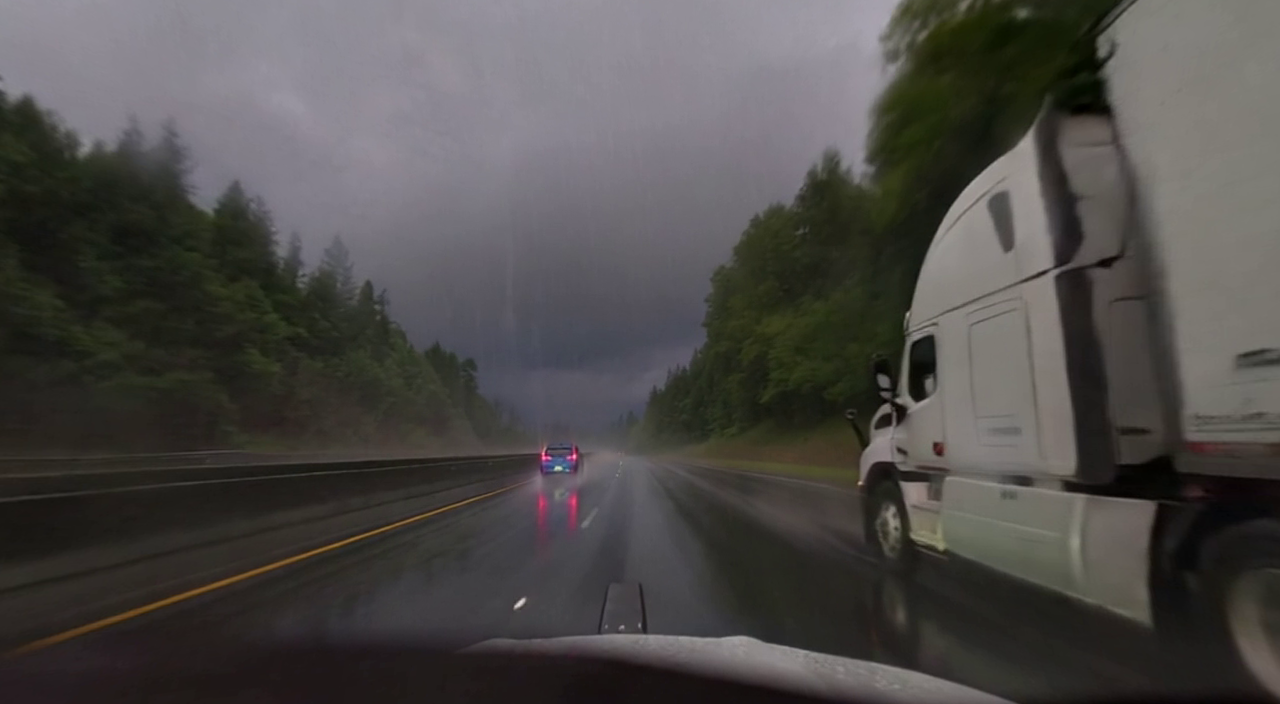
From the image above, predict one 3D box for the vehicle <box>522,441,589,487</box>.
[{"bbox_3d":[-3.267,4.425,25.154,2.115,1.670,4.261,0,-9,0],"label":"vehicle"}]
